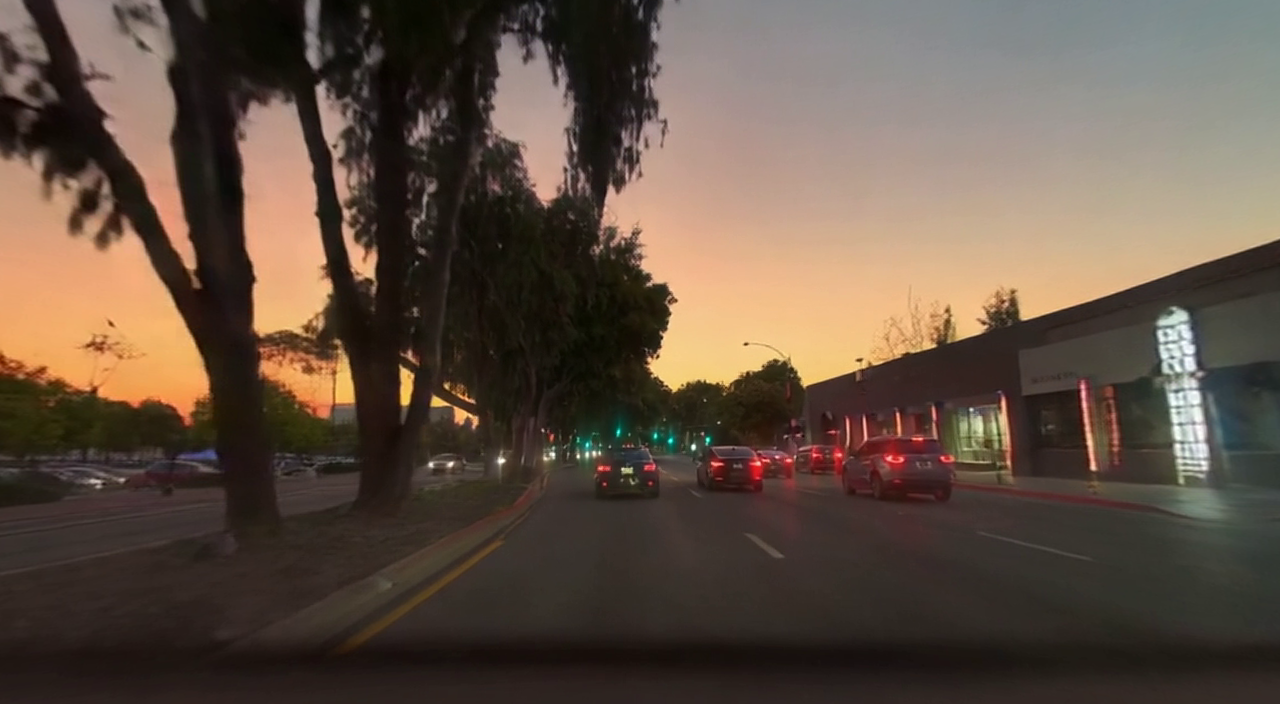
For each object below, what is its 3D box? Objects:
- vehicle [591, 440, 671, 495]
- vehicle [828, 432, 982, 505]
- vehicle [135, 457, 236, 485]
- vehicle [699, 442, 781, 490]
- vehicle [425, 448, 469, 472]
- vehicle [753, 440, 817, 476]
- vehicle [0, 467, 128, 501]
[{"bbox_3d":[-0.326,3.402,18.939,2.101,1.444,4.248,0,-9,-2],"label":"vehicle"},{"bbox_3d":[7.007,3.139,17.436,2.052,1.708,4.842,0,-9,-1],"label":"vehicle"},{"bbox_3d":[-27.929,7.311,38.908,4.640,1.640,2.026,-1,-9,1],"label":"vehicle"},{"bbox_3d":[3.314,3.878,21.846,1.993,1.477,4.240,0,-9,-2],"label":"vehicle"},{"bbox_3d":[-13.390,7.515,44.076,1.934,1.491,3.684,-1,-8,0],"label":"vehicle"},{"bbox_3d":[7.238,5.354,32.026,2.025,1.666,4.448,0,-9,-2],"label":"vehicle"},{"bbox_3d":[-28.150,6.399,30.796,4.693,1.499,1.838,0,-9,0],"label":"vehicle"}]
